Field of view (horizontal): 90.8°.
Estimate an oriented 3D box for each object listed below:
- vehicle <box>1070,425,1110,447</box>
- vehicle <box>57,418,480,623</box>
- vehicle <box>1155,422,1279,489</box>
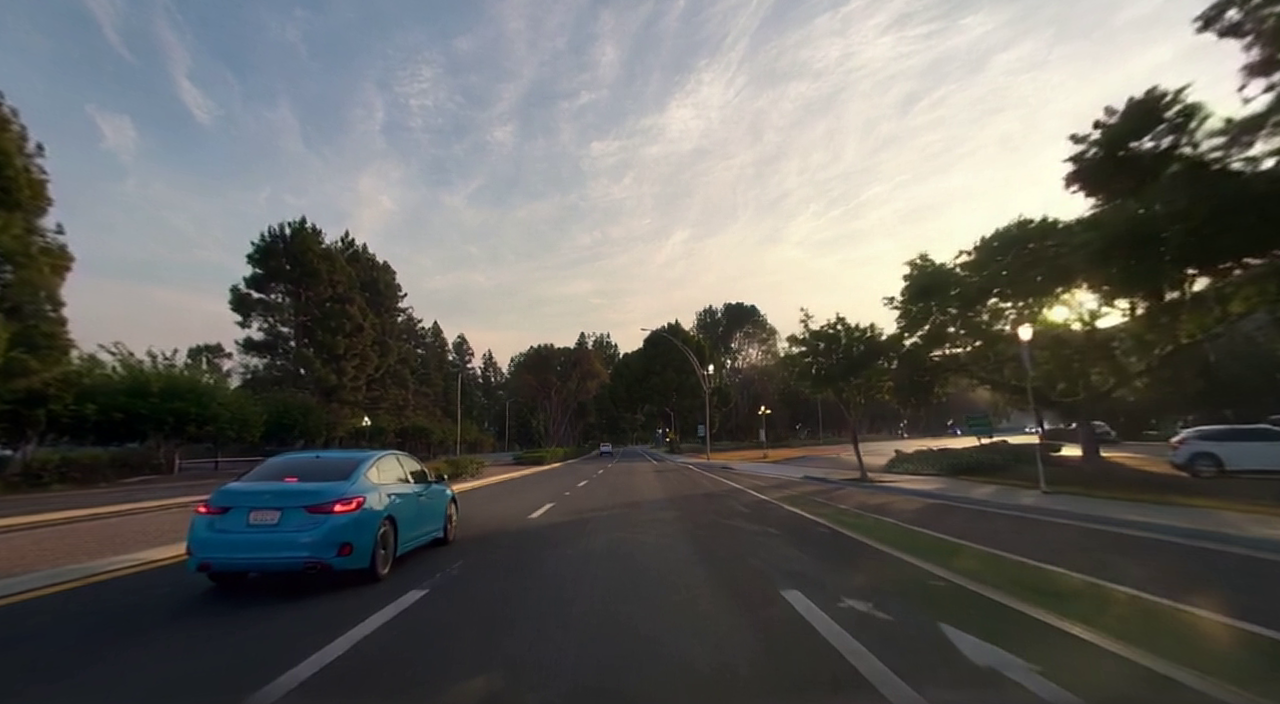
[{"bbox_3d":[31.344,5.846,44.064,1.690,1.378,3.826,-6,-9,27],"label":"vehicle"},{"bbox_3d":[-3.239,1.537,6.710,1.964,1.472,4.078,0,-9,0],"label":"vehicle"},{"bbox_3d":[15.228,2.421,14.987,4.401,1.465,1.935,0,-8,-4],"label":"vehicle"}]
